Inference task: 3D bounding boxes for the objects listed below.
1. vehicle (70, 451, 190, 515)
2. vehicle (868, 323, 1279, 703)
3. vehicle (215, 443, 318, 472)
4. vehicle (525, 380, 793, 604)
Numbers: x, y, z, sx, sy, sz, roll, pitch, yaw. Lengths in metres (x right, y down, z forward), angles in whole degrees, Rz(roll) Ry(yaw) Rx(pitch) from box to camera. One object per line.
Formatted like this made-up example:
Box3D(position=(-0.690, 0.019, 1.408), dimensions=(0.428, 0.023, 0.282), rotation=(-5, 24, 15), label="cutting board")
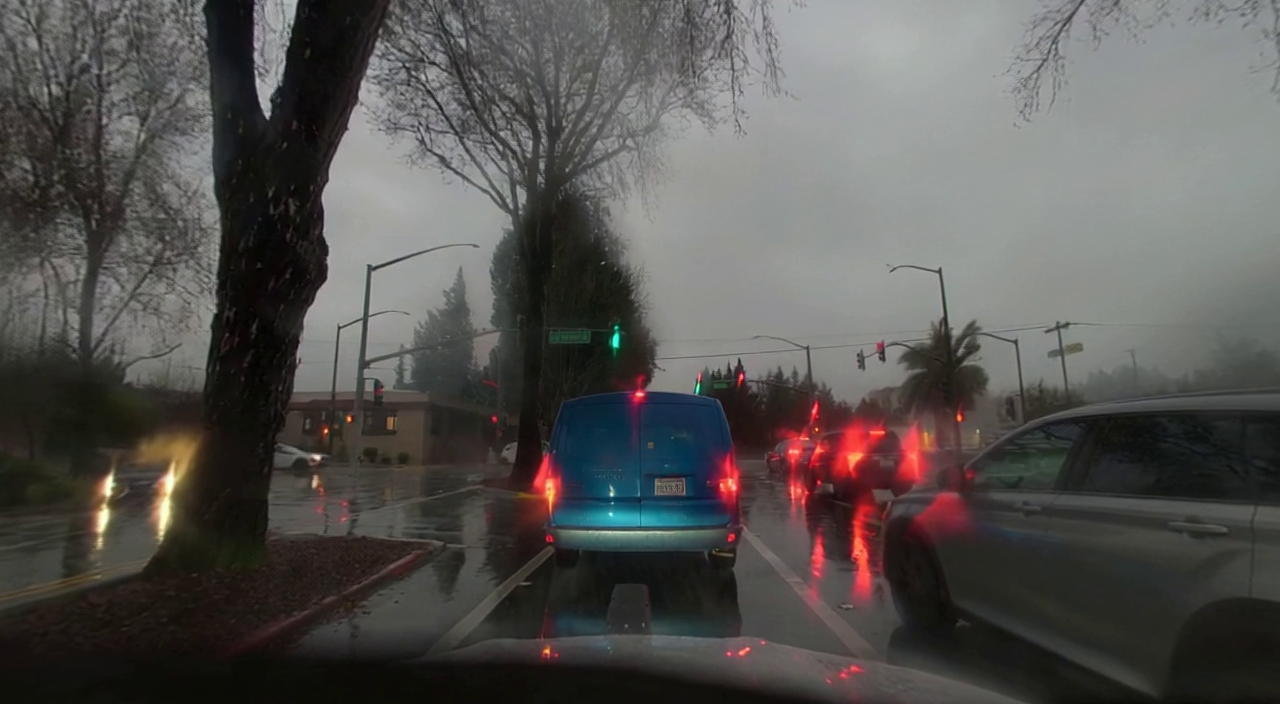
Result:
Box3D(position=(-15.374, 3.811, 18.908), dimensions=(4.654, 1.488, 2.023), rotation=(-8, -6, 41), label="vehicle")
Box3D(position=(2.897, 0.951, 3.173), dimensions=(1.971, 1.663, 4.287), rotation=(0, -8, 2), label="vehicle")
Box3D(position=(-20.952, 5.920, 35.514), dimensions=(4.498, 1.547, 1.886), rotation=(1, -8, -7), label="vehicle")
Box3D(position=(0.174, 1.467, 7.432), dimensions=(2.185, 1.822, 4.391), rotation=(0, -8, 1), label="vehicle")
